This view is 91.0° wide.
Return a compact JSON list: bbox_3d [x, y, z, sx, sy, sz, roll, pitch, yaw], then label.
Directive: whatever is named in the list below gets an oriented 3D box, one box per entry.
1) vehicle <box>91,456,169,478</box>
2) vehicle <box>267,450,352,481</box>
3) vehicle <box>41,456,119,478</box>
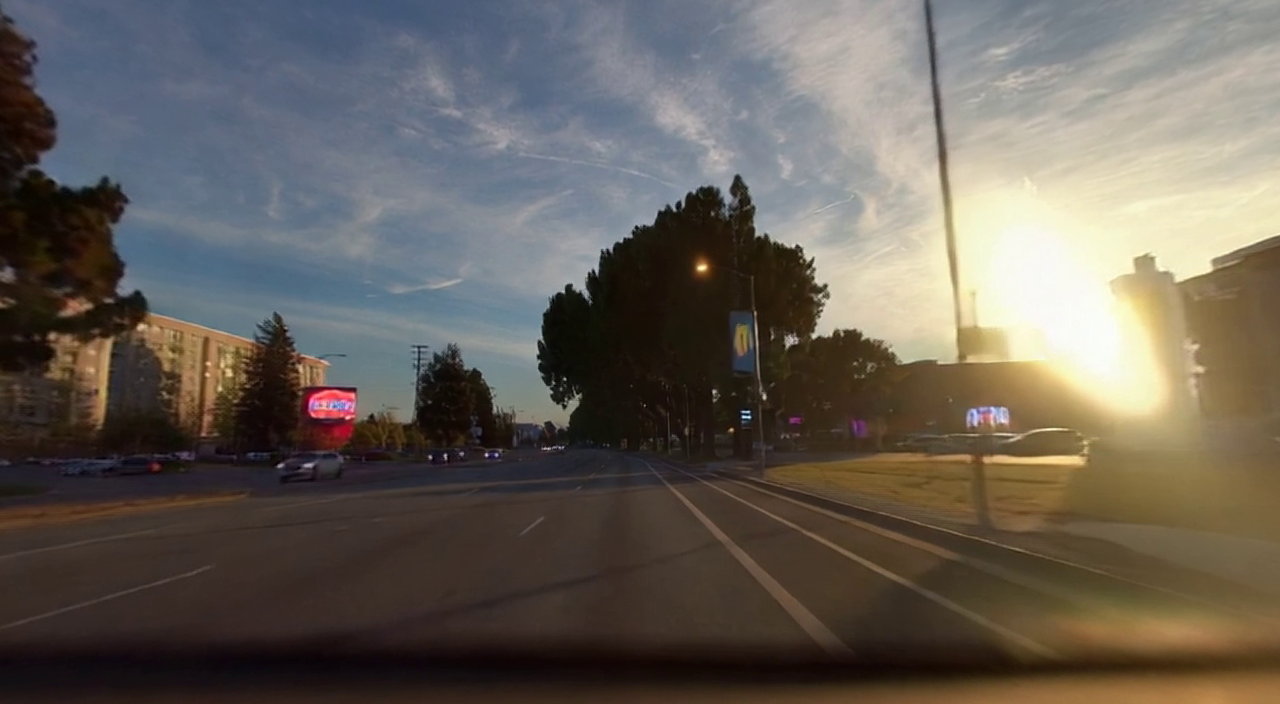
[{"bbox_3d":[-38.289,8.630,47.402,1.844,1.492,4.374,-1,-9,9],"label":"vehicle"},{"bbox_3d":[-17.405,5.957,33.461,2.021,1.507,4.664,0,-9,-1],"label":"vehicle"},{"bbox_3d":[-42.447,8.717,47.832,1.818,1.491,4.263,0,-8,3],"label":"vehicle"}]
